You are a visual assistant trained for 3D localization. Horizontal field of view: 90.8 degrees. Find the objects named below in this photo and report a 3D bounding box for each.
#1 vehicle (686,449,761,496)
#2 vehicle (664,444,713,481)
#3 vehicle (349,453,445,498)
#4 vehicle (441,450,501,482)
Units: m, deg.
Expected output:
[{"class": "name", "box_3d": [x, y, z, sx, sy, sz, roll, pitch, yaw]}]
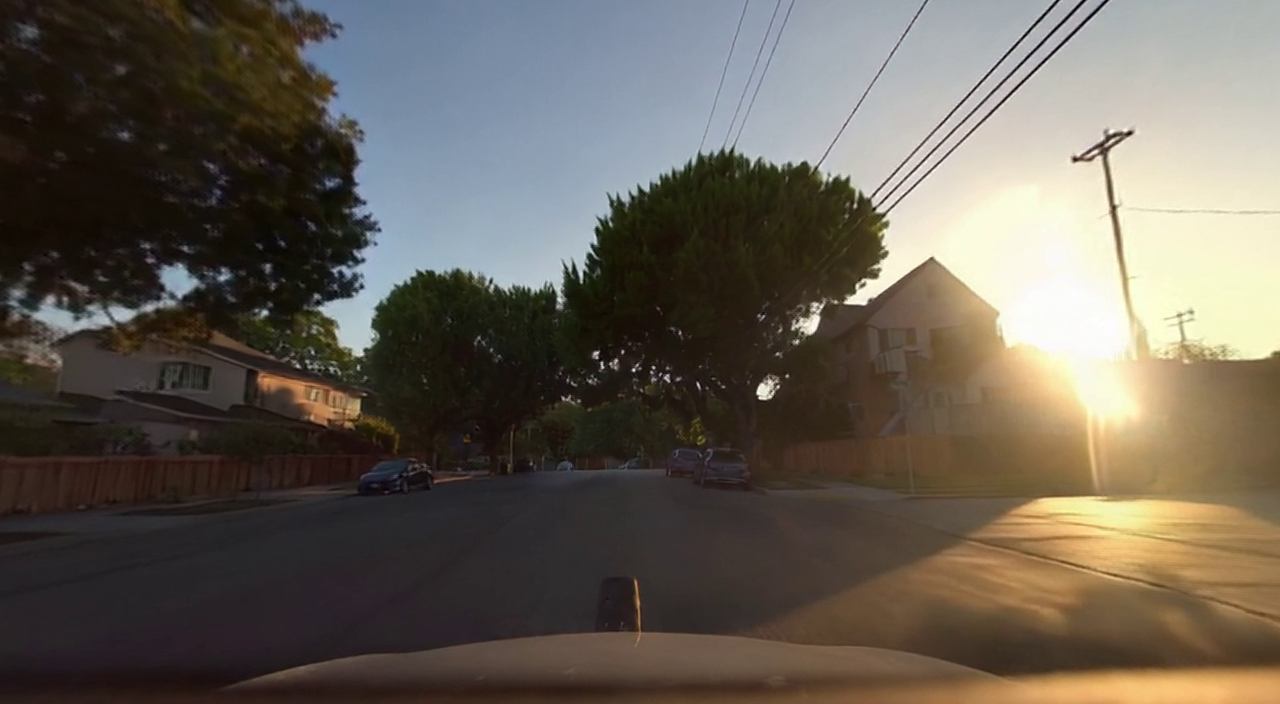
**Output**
[{"class": "vehicle", "box_3d": [2.942, 4.339, 23.204, 1.927, 1.529, 4.144, 0, -9, -3]}, {"class": "vehicle", "box_3d": [2.706, 6.321, 36.452, 2.225, 1.911, 5.322, 0, -9, -2]}, {"class": "vehicle", "box_3d": [-8.780, 4.470, 23.263, 1.937, 1.427, 4.510, 0, -9, -3]}, {"class": "vehicle", "box_3d": [-9.144, 6.171, 34.565, 2.027, 1.584, 4.476, -1, -9, 1]}]
